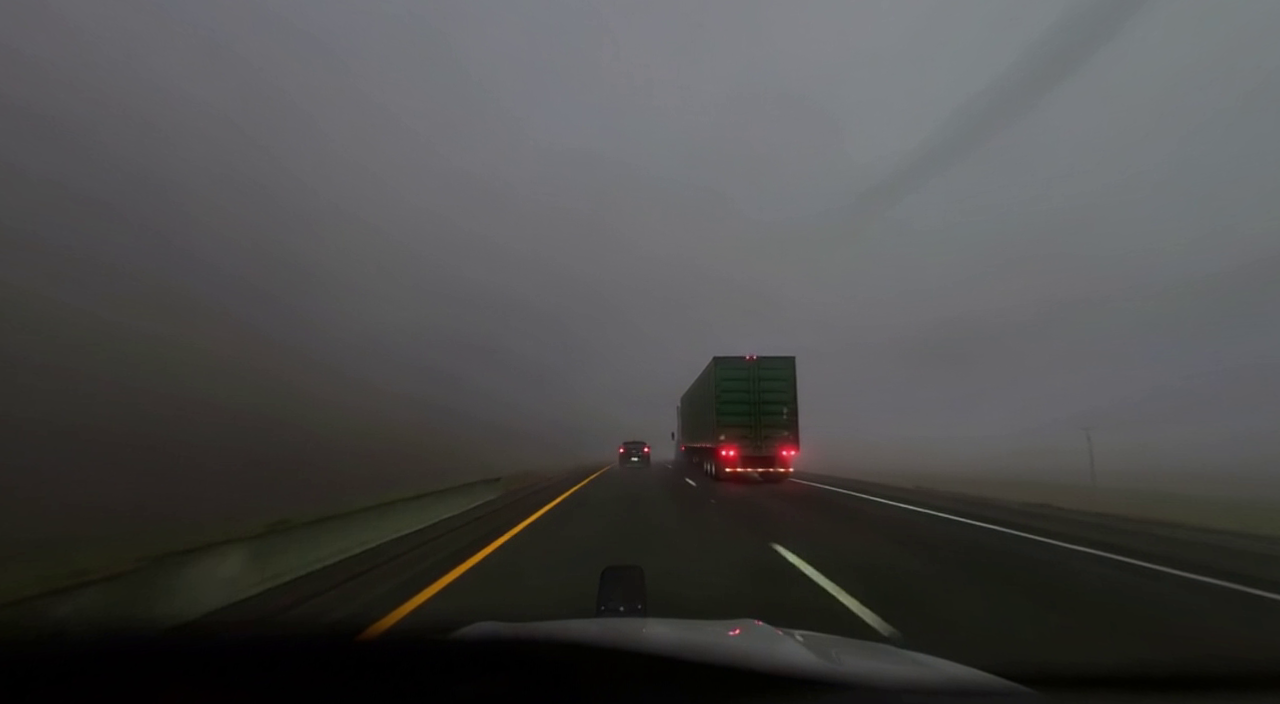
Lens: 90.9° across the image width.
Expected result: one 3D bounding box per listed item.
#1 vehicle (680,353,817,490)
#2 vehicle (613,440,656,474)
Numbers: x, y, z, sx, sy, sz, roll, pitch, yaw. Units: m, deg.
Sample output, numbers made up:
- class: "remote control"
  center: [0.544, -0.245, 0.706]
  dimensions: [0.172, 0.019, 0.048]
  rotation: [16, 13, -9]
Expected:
- class: "vehicle"
  center: [3.796, 3.281, 27.188]
  dimensions: [2.929, 4.158, 15.921]
  rotation: [0, -8, 0]
- class: "vehicle"
  center: [-0.258, 5.127, 30.917]
  dimensions: [1.968, 1.515, 4.025]
  rotation: [0, -8, 0]
